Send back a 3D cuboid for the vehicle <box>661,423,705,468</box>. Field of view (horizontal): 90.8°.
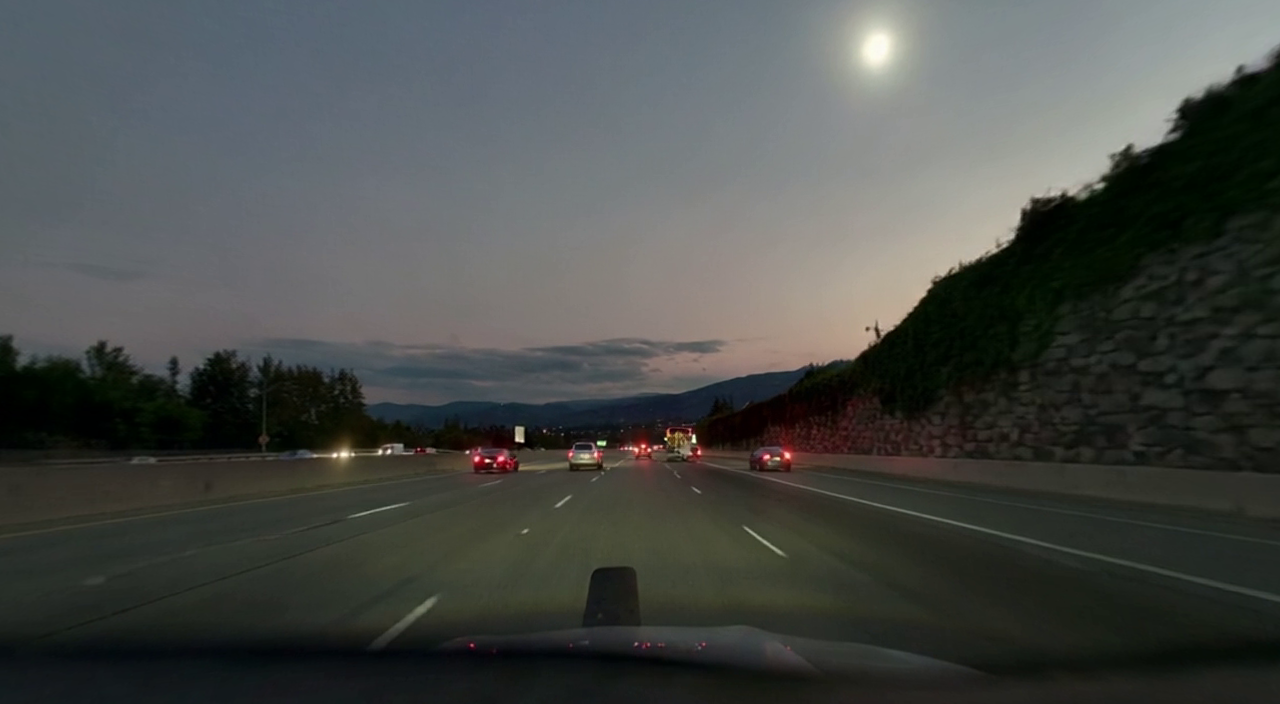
[{"bbox_3d":[3.168,7.155,48.445,2.795,3.187,7.205,0,-8,0],"label":"vehicle"}]

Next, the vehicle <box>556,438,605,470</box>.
[{"bbox_3d":[-3.955,6.945,43.123,2.720,2.041,5.432,0,-8,1],"label":"vehicle"}]

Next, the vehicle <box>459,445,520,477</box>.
[{"bbox_3d":[-7.852,5.713,33.396,2.102,1.522,4.394,0,-8,0],"label":"vehicle"}]
